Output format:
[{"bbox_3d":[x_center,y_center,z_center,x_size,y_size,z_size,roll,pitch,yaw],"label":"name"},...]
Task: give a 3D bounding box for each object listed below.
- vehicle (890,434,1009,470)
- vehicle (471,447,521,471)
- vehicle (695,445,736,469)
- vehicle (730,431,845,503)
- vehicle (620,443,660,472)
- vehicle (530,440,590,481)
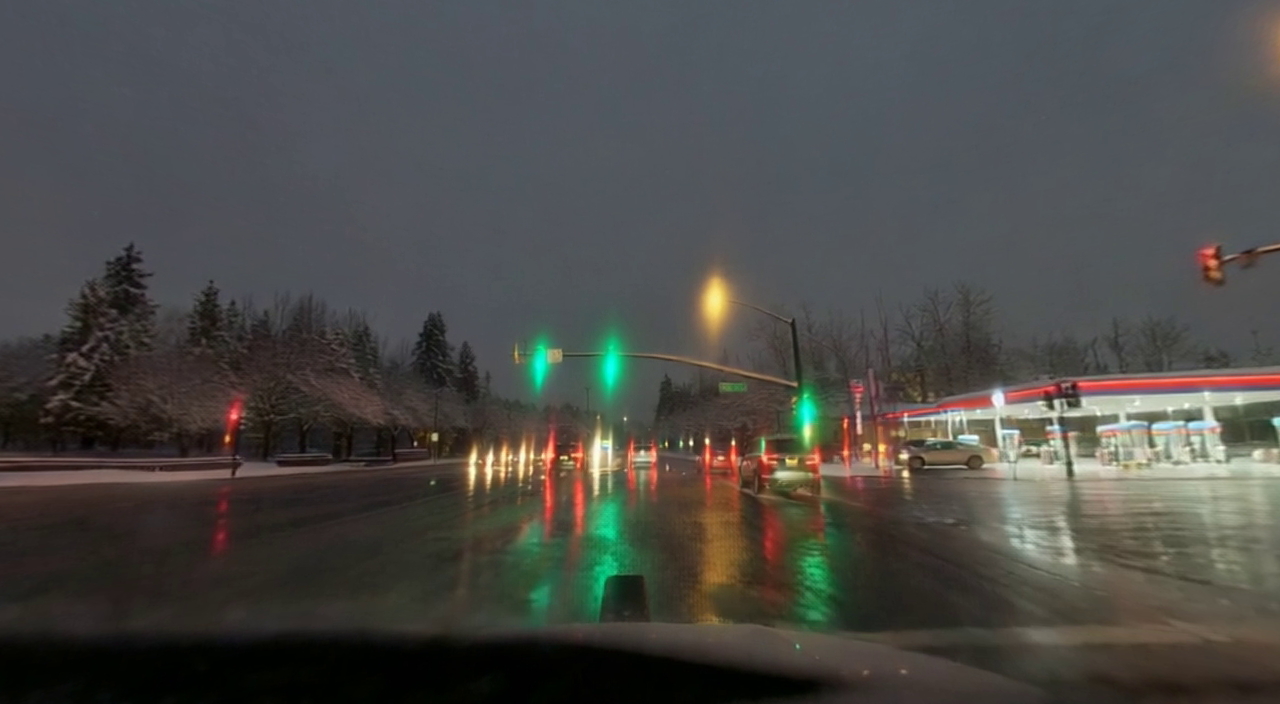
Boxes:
[{"bbox_3d":[18.170,5.903,37.267,5.585,1.866,2.607,-1,-9,-2],"label":"vehicle"},{"bbox_3d":[-9.264,6.890,40.848,2.023,1.433,4.699,0,-8,1],"label":"vehicle"},{"bbox_3d":[5.021,7.034,42.408,2.174,1.462,4.400,0,-8,0],"label":"vehicle"},{"bbox_3d":[3.821,3.036,17.123,2.022,1.683,4.171,0,-8,-1],"label":"vehicle"},{"bbox_3d":[0.002,5.969,35.941,2.104,1.477,4.591,0,-8,0],"label":"vehicle"},{"bbox_3d":[-3.414,4.713,27.661,2.023,1.607,4.086,0,-8,1],"label":"vehicle"}]
